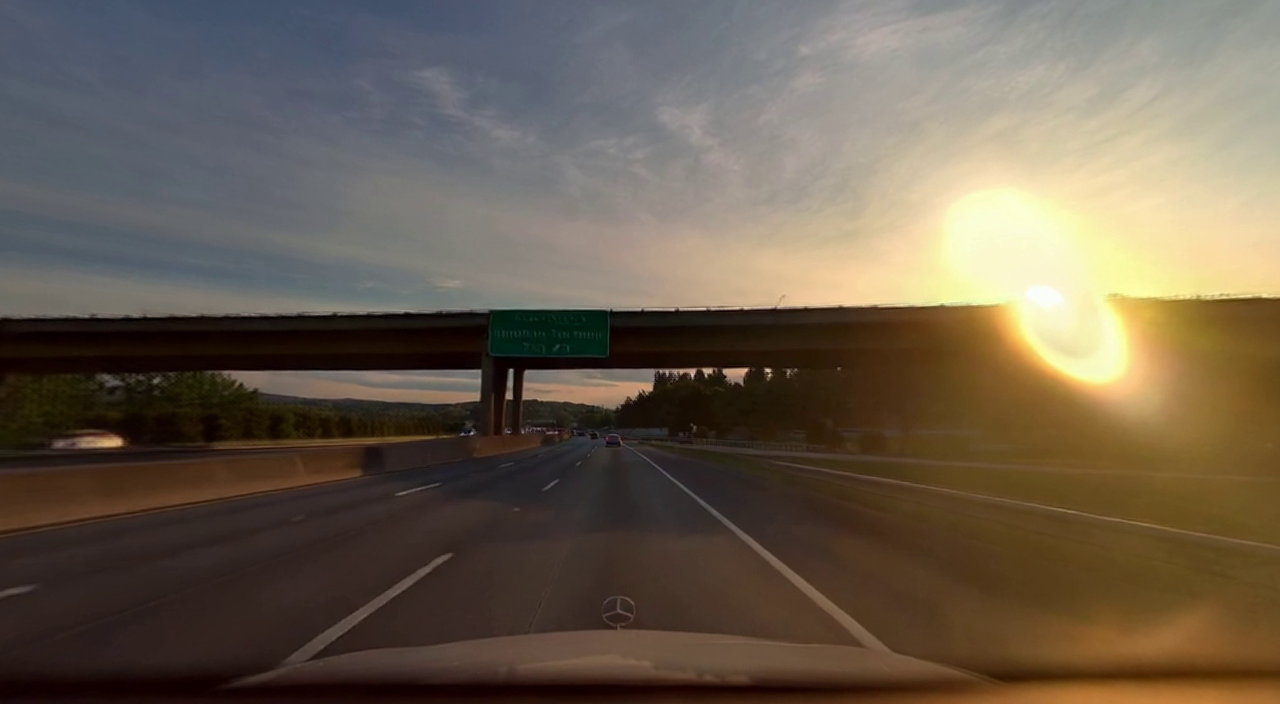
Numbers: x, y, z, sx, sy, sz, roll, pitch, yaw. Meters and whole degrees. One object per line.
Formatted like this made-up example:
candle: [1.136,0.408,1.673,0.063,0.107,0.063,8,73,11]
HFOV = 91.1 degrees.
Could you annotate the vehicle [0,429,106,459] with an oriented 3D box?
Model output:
vehicle: [-30.988,4.857,33.303,1.793,1.458,4.137,0,-8,-2]
